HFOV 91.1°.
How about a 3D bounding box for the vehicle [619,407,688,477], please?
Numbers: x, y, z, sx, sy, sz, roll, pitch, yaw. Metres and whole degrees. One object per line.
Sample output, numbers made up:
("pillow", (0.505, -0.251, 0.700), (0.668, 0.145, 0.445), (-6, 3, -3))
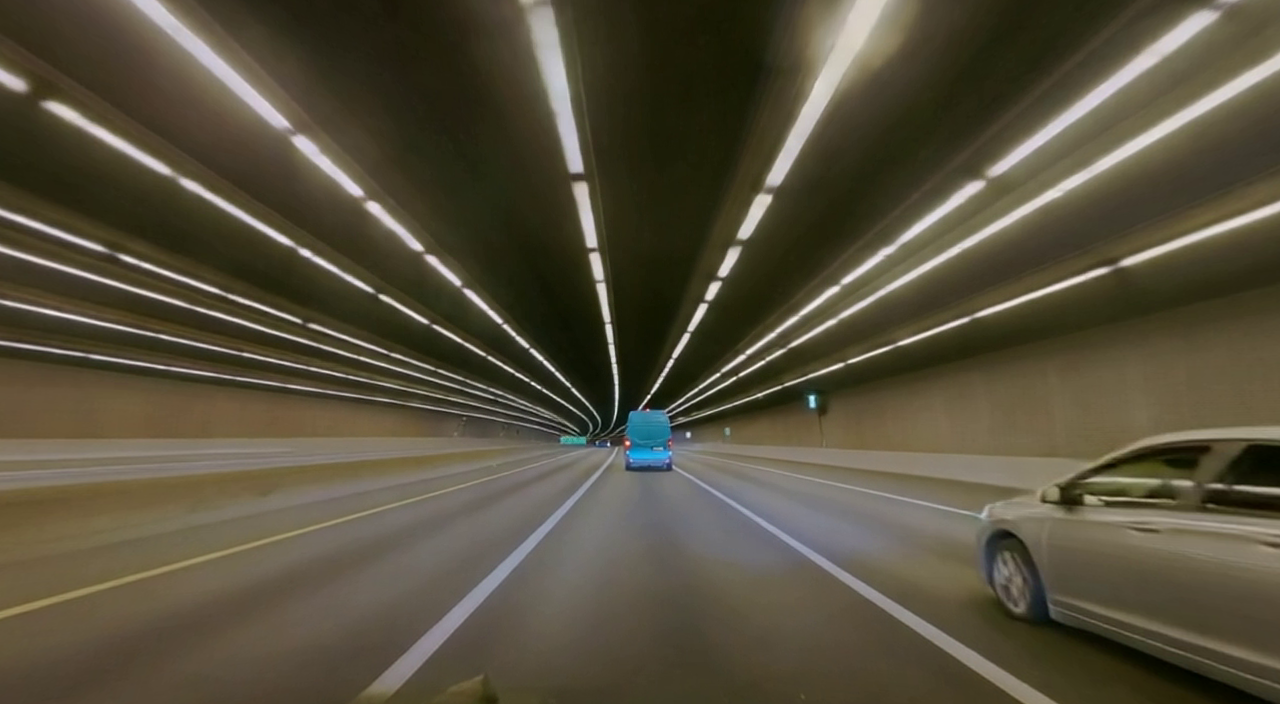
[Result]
("vehicle", (0.443, 3.541, 24.930), (2.404, 2.459, 5.229), (0, -8, -1))

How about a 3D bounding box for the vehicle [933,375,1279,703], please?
("vehicle", (3.341, 0.925, 2.754), (2.095, 1.553, 4.069), (0, -8, -1))
